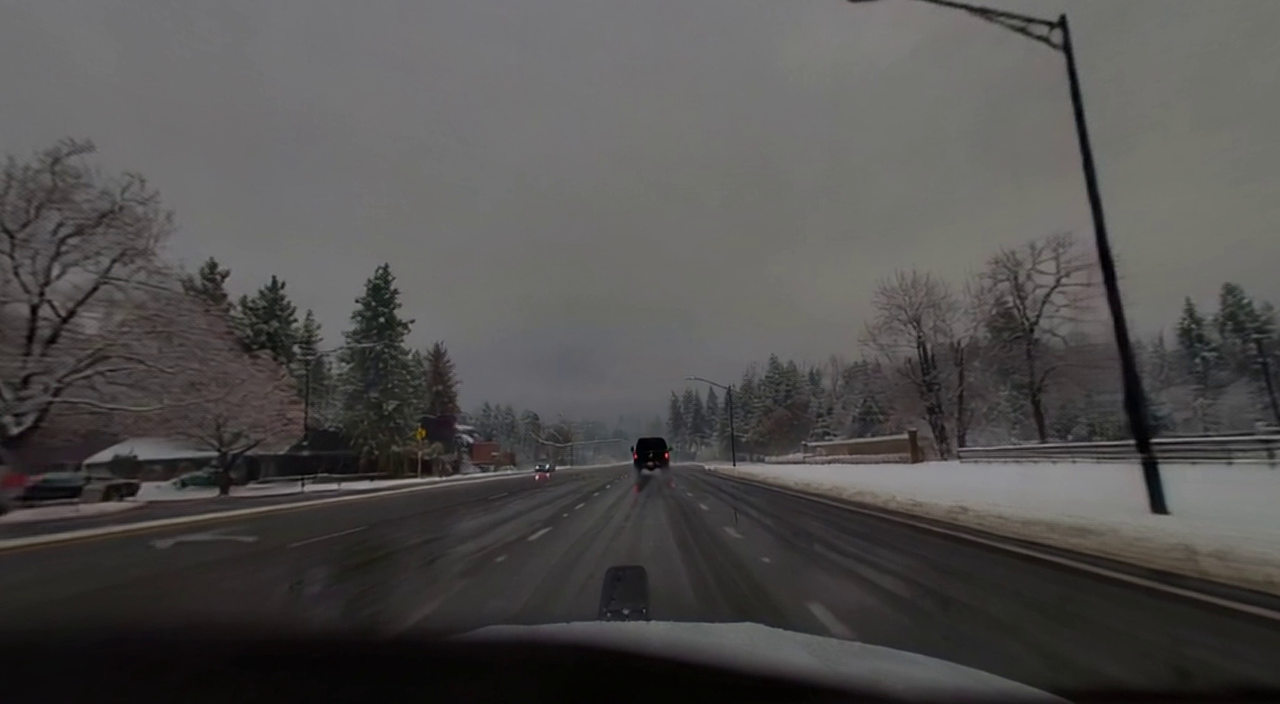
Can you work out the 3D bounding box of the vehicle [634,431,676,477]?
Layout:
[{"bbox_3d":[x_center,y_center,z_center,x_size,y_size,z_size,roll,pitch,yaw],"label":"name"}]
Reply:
[{"bbox_3d":[0.977,7.854,48.385,2.843,3.120,10.422,0,-10,0],"label":"vehicle"}]

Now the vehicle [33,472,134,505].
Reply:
[{"bbox_3d":[-33.962,8.328,38.670,1.812,1.472,4.739,-4,-8,2],"label":"vehicle"}]
